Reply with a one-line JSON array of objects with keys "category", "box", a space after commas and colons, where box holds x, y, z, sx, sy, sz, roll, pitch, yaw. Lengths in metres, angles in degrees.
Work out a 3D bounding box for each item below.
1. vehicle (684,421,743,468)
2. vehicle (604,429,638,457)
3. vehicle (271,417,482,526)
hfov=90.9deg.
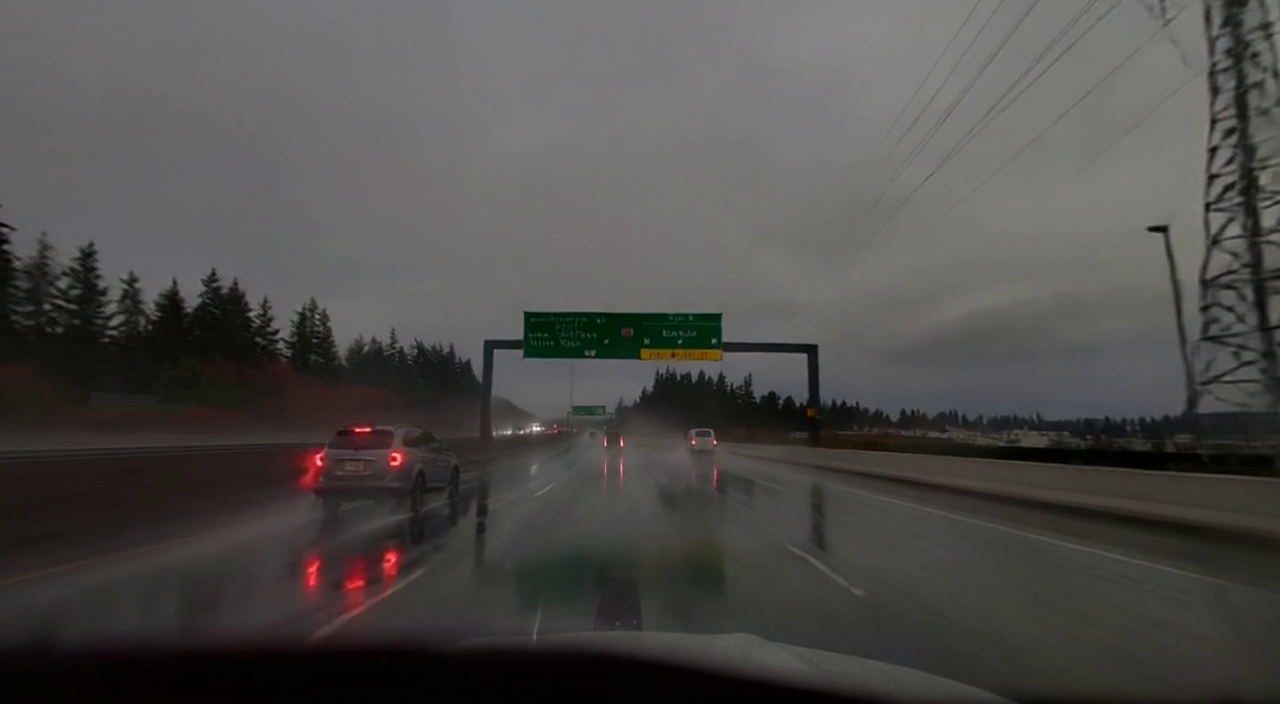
[{"category": "vehicle", "box": [3.120, 4.002, 27.431, 1.976, 1.905, 3.263, 0, -7, -4]}, {"category": "vehicle", "box": [-1.264, 5.965, 41.426, 2.159, 1.690, 3.720, 0, -7, -3]}, {"category": "vehicle", "box": [-4.404, 2.027, 11.365, 2.100, 1.590, 4.077, 0, -7, -1]}]
